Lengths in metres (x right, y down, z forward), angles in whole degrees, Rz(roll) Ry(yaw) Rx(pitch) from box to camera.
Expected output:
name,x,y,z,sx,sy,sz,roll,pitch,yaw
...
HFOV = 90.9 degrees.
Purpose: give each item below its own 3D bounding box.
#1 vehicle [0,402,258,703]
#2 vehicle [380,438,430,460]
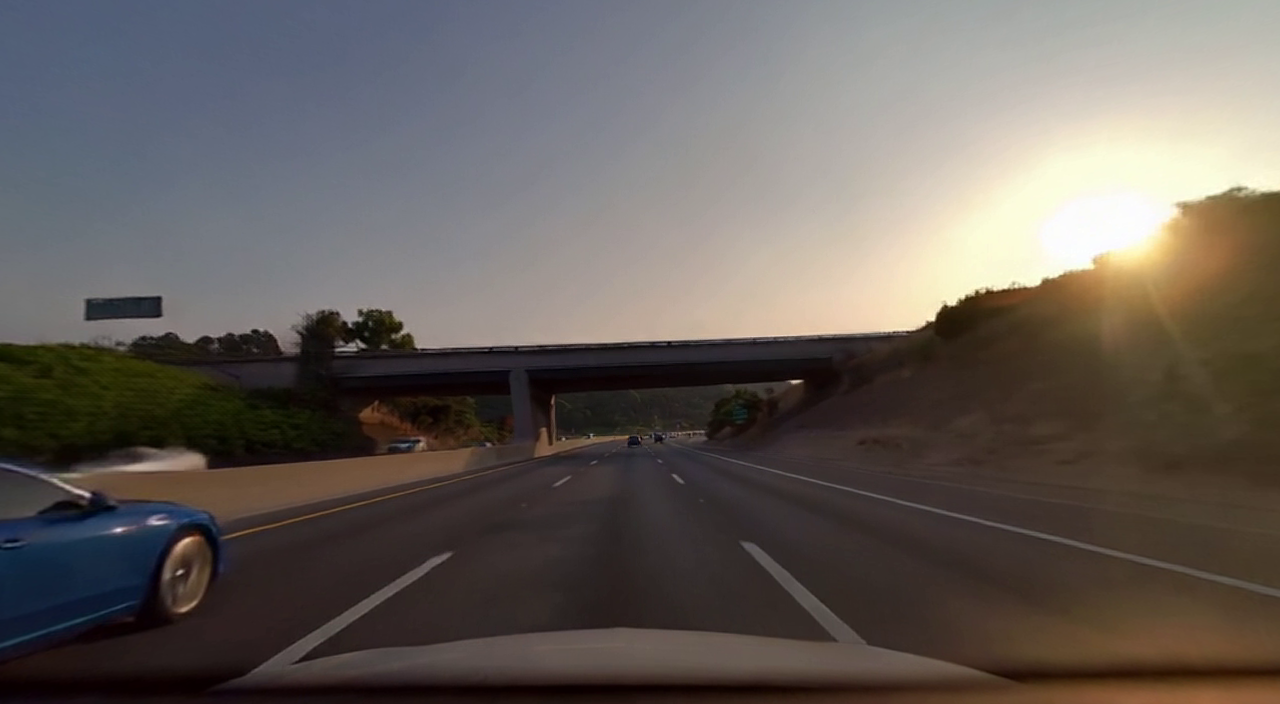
name,x,y,z,sx,sy,sz,roll,pitch,yaw
vehicle,-3.965,0.960,2.822,1.981,1.475,4.084,0,-8,-1
vehicle,-17.041,7.007,45.907,1.922,1.482,4.386,0,-8,0
